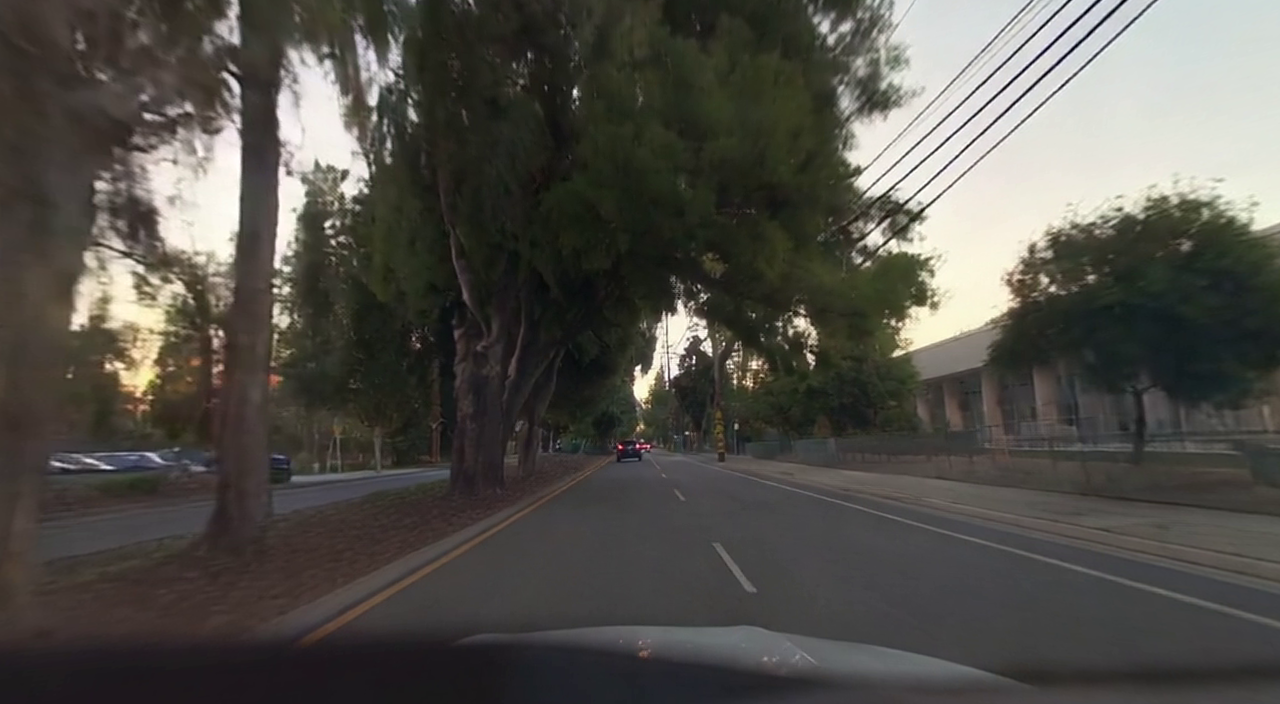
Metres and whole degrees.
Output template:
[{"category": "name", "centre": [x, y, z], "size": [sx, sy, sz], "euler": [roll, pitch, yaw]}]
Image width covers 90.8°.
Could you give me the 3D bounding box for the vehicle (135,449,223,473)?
[{"category": "vehicle", "centre": [-34.087, 8.070, 46.832], "size": [4.764, 1.722, 2.198], "euler": [0, -9, 0]}]

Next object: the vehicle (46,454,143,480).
[{"category": "vehicle", "centre": [-33.595, 7.072, 38.959], "size": [4.323, 1.523, 1.900], "euler": [0, -7, 3]}]

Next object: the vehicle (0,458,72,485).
[{"category": "vehicle", "centre": [-33.663, 6.420, 34.038], "size": [4.186, 1.373, 2.055], "euler": [-1, -9, 3]}]

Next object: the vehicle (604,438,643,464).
[{"category": "vehicle", "centre": [-1.251, 7.107, 45.403], "size": [2.240, 1.704, 4.374], "euler": [1, -9, -8]}]
